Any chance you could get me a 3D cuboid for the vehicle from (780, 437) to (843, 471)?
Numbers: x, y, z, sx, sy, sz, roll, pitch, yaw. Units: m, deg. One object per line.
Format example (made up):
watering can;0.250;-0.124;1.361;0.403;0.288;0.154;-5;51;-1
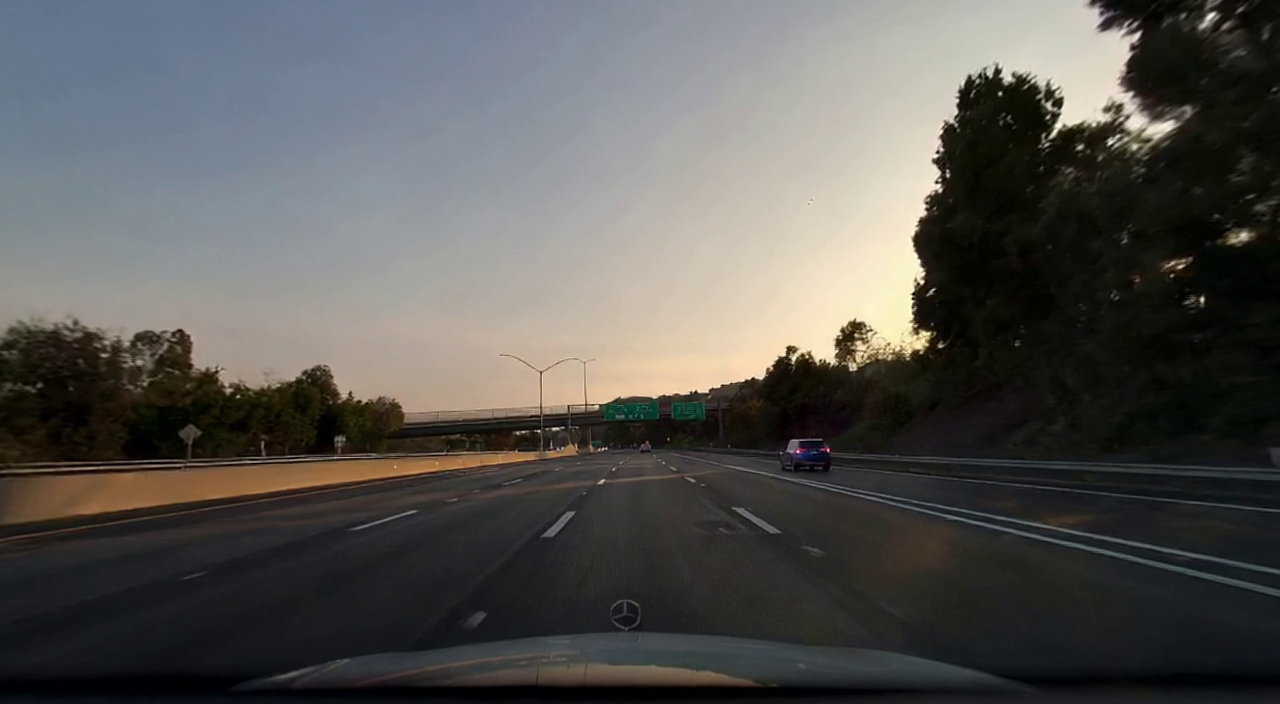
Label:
vehicle;9.332;5.599;34.690;2.091;1.711;4.383;0;-9;-2
